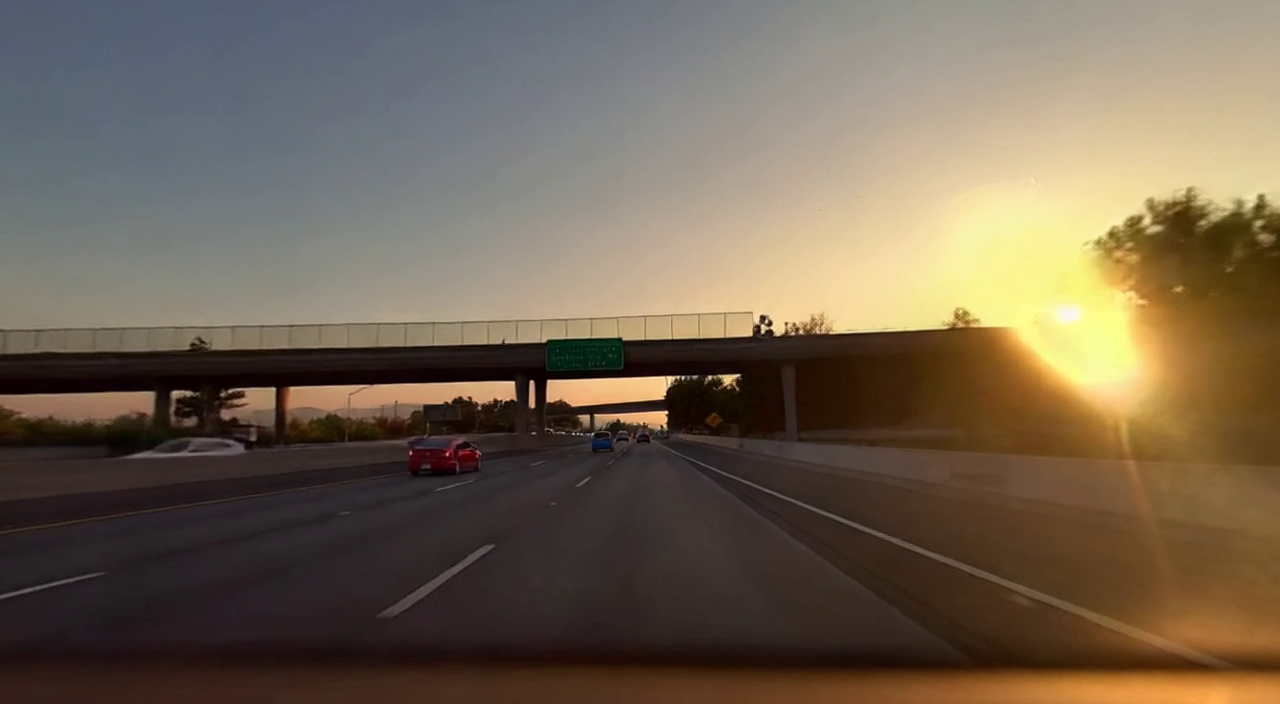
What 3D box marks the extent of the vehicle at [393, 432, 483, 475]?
[{"bbox_3d":[-7.603,3.870,24.233,1.987,1.486,4.174,0,-8,2],"label":"vehicle"}]
